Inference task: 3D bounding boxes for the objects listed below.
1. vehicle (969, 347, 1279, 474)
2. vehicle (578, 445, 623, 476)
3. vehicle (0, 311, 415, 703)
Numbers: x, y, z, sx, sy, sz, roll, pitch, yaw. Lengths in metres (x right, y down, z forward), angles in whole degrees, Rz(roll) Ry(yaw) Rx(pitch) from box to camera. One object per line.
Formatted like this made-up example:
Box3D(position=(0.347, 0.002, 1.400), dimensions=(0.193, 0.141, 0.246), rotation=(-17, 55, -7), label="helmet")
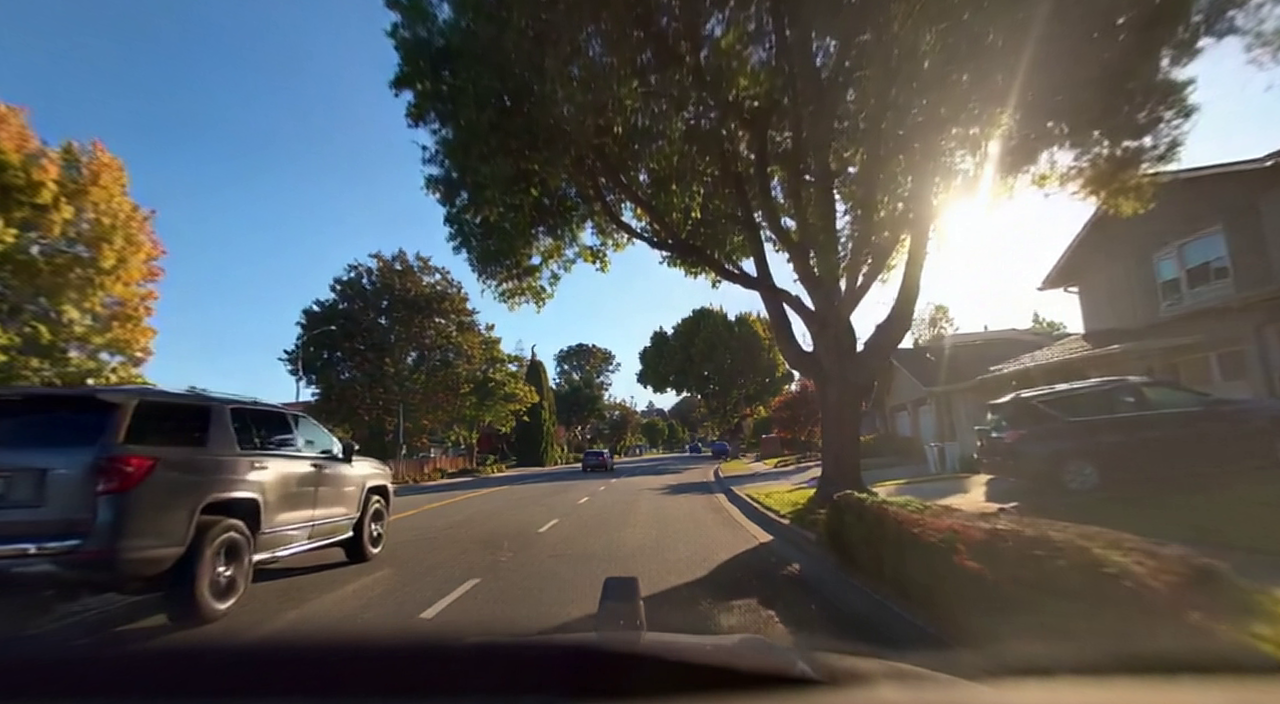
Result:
Box3D(position=(9.012, 1.123, 11.043), dimensions=(5.492, 1.923, 2.103), rotation=(-5, -10, 23), label="vehicle")
Box3D(position=(-2.273, 6.378, 37.273), dimensions=(2.001, 1.664, 4.174), rotation=(-2, -9, 6), label="vehicle")
Box3D(position=(-4.022, 1.236, 5.694), dimensions=(2.085, 2.084, 5.133), rotation=(-1, -9, 0), label="vehicle")
